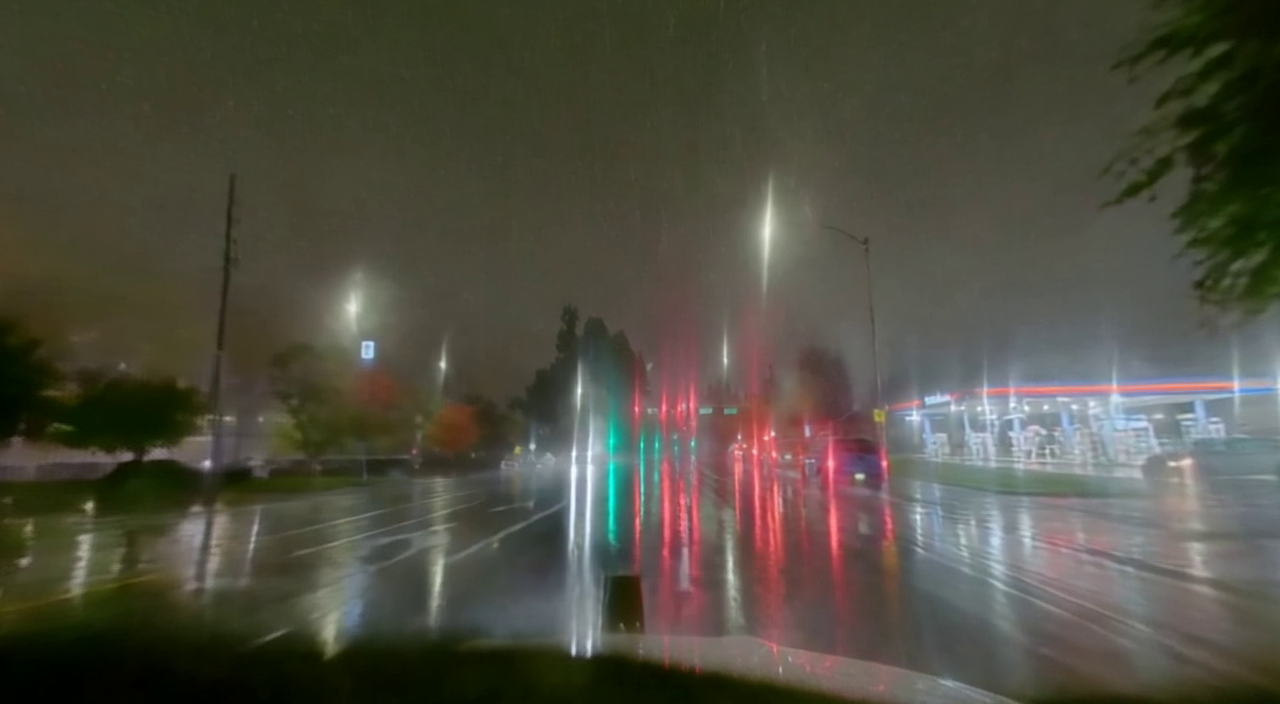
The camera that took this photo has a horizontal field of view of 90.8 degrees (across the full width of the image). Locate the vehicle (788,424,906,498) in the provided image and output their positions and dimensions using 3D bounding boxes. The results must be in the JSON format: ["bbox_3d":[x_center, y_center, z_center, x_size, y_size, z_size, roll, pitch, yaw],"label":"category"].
[{"bbox_3d":[5.954,3.209,18.927,2.194,1.896,5.049,-1,-9,5],"label":"vehicle"}]

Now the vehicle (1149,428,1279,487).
[{"bbox_3d":[16.602,2.858,17.338,1.919,1.411,4.440,-1,-9,7],"label":"vehicle"}]

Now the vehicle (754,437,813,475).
[{"bbox_3d":[7.038,5.188,31.602,1.995,1.720,5.067,-1,-9,3],"label":"vehicle"}]

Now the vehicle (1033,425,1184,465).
[{"bbox_3d":[19.086,3.839,25.936,4.421,1.548,2.061,-1,-9,6],"label":"vehicle"}]

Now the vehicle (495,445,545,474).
[{"bbox_3d":[-9.037,8.156,48.212,2.214,1.994,5.721,-1,-9,6],"label":"vehicle"}]
